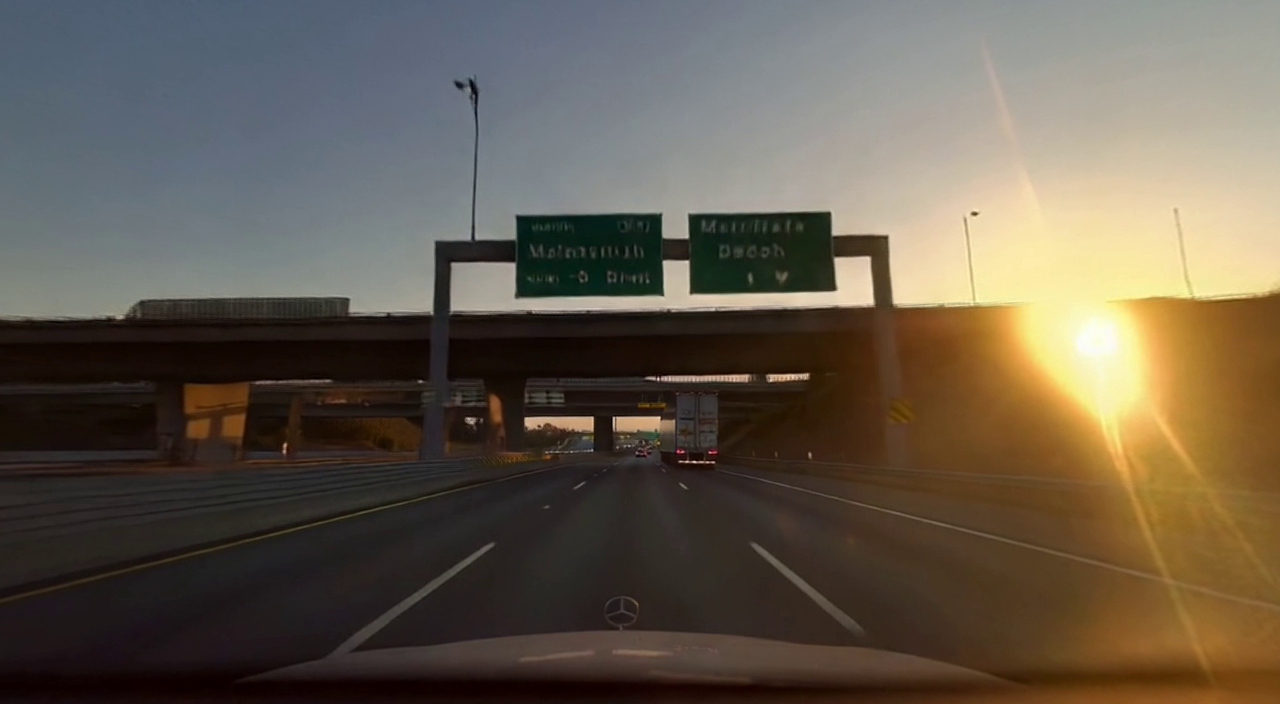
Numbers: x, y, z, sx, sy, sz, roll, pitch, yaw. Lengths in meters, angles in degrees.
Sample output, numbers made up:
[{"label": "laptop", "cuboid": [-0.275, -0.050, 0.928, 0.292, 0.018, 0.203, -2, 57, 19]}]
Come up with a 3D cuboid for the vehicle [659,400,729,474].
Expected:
[{"label": "vehicle", "cuboid": [3.198, 5.808, 41.889, 3.244, 4.020, 14.561, 0, -9, 0]}]
